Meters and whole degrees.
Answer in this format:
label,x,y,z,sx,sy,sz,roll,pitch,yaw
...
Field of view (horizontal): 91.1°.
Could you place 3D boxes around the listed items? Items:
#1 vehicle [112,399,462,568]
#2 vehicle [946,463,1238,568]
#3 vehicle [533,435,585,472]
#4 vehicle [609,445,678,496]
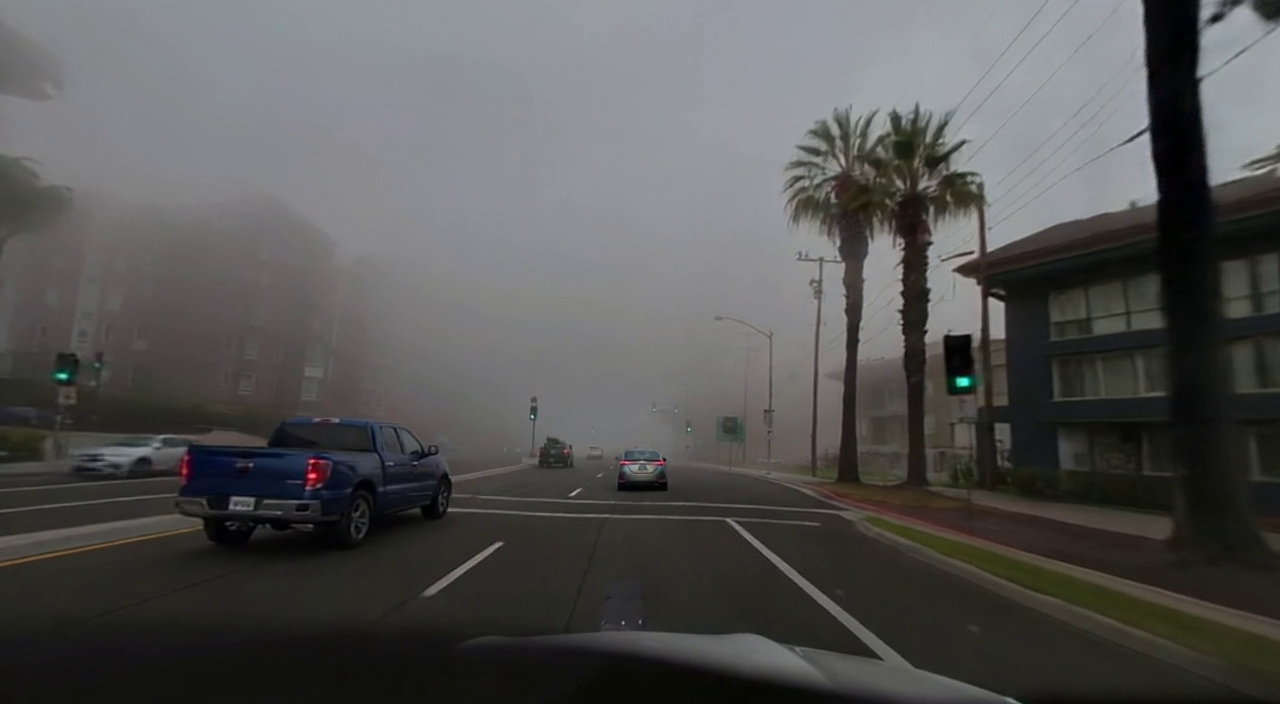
label,x,y,z,sx,sy,sz,roll,pitch,yaw
vehicle,-4.894,1.953,10.270,2.187,1.904,6.103,0,-9,0
vehicle,6.944,2.508,10.265,2.949,1.209,3.070,-1,-9,16
vehicle,-4.957,6.322,39.290,2.447,2.062,5.911,0,-9,0
vehicle,0.096,3.982,21.553,2.122,1.562,4.152,0,-9,0
